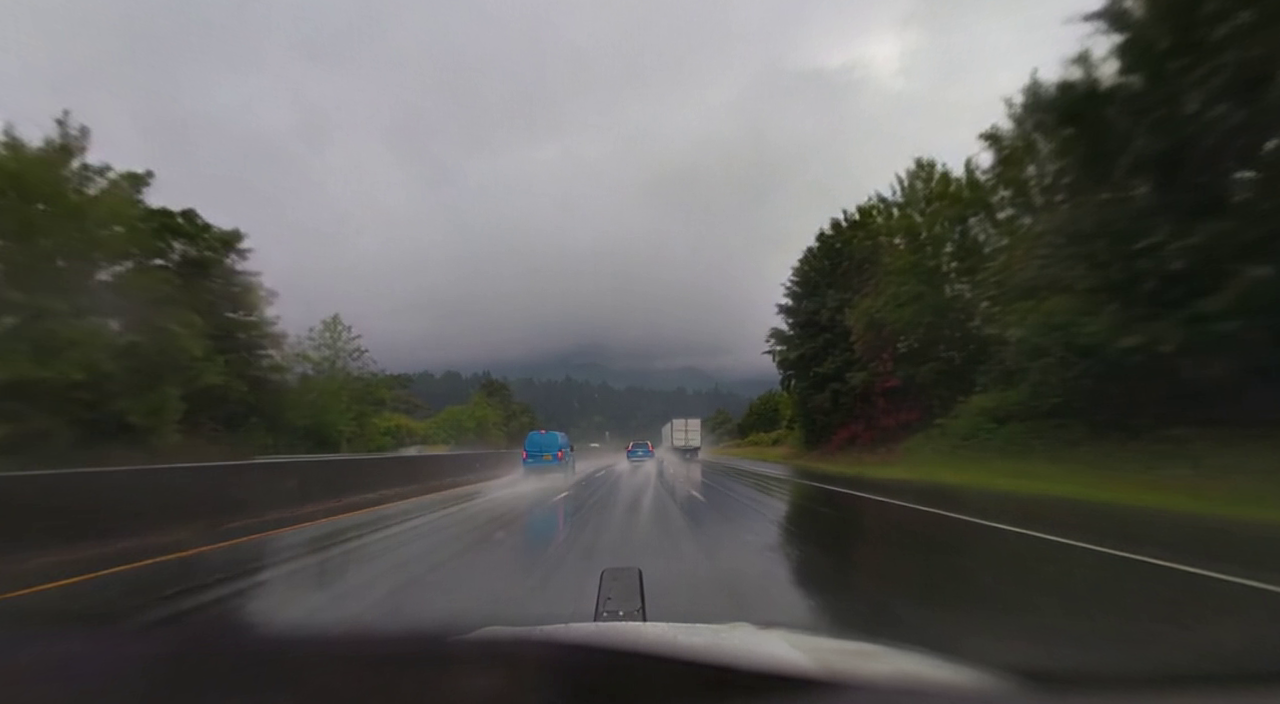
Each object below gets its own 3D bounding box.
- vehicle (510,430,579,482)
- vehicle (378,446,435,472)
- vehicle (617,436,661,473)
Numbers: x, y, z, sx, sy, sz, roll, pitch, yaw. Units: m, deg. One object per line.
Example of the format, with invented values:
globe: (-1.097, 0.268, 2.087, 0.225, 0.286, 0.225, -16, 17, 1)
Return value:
vehicle: (-3.939, 4.413, 27.006, 2.167, 1.991, 5.062, 0, -9, 0)
vehicle: (-14.885, 6.828, 40.454, 1.896, 1.515, 4.601, -1, -8, 0)
vehicle: (-0.055, 5.519, 33.975, 2.209, 1.825, 4.036, -1, -9, 0)
